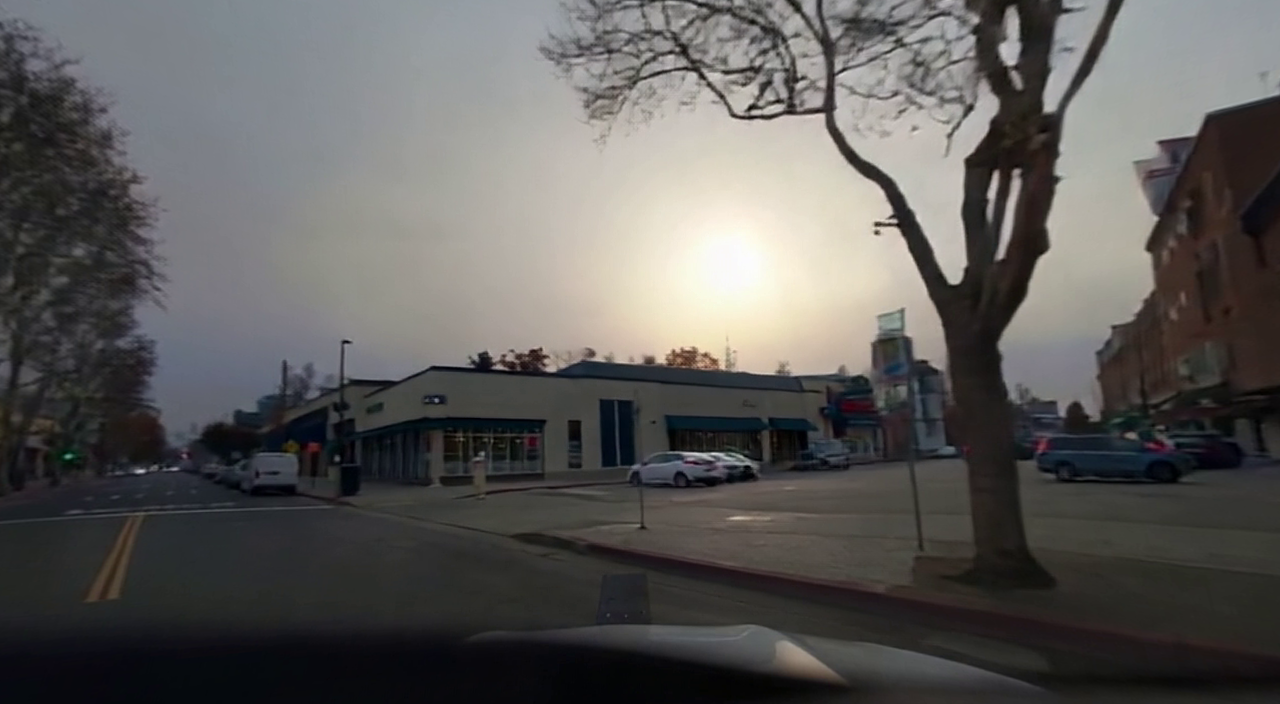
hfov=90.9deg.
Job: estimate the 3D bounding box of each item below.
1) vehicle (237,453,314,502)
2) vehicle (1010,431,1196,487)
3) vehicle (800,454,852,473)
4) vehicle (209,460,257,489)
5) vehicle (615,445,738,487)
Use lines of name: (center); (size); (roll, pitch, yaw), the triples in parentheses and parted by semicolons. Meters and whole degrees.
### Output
vehicle: (-16.539, 5.580, 28.474); (2.150, 2.013, 4.748); (7, -12, -38)
vehicle: (15.492, 3.568, 21.293); (4.706, 1.663, 1.993); (-8, -12, 43)
vehicle: (14.530, 8.749, 49.379); (1.557, 1.372, 3.538); (7, -13, -43)
vehicle: (-27.441, 8.199, 42.429); (2.053, 1.691, 4.194); (7, -11, -40)
vehicle: (1.510, 4.782, 26.731); (4.814, 1.618, 1.869); (-4, -10, 27)
